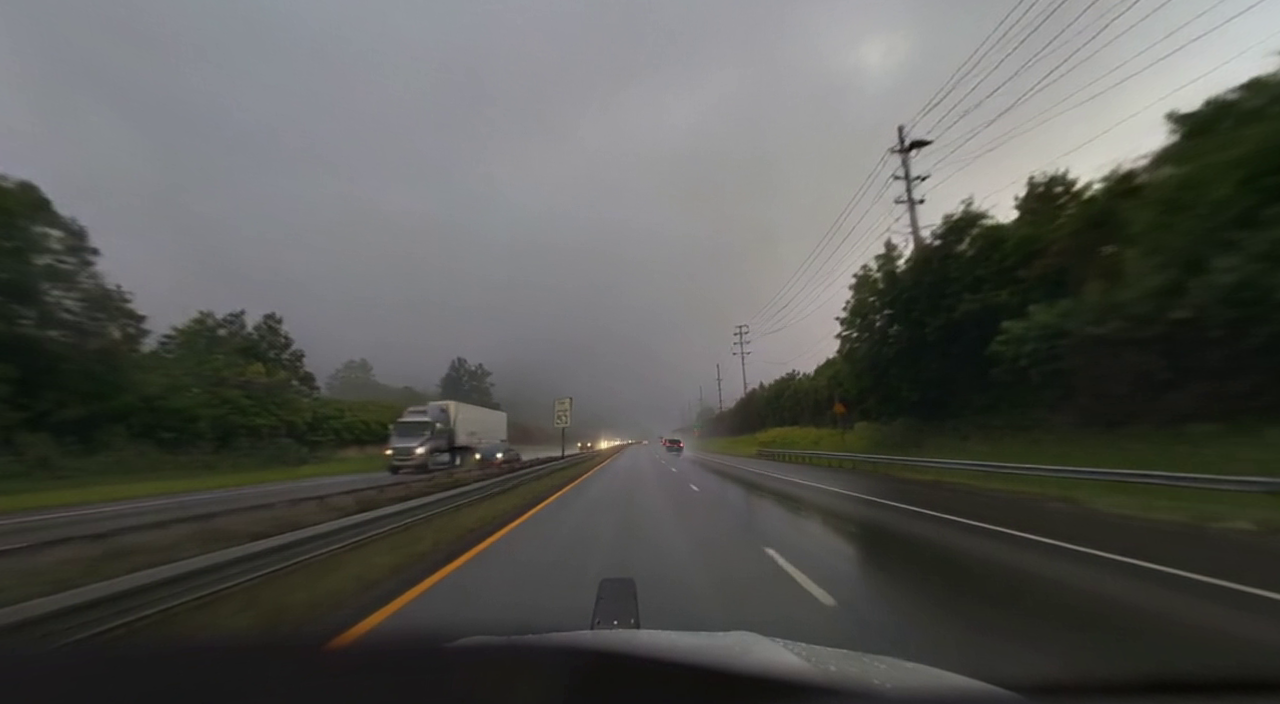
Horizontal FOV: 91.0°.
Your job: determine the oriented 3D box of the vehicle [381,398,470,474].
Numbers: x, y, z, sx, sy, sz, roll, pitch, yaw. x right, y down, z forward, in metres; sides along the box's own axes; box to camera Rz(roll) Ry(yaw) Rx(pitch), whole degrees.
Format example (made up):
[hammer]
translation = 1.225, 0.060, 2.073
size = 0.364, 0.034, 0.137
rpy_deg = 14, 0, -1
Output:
[vehicle]
translation = -12.138, 4.865, 36.315
size = 3.013, 3.970, 5.892
rpy_deg = -1, -8, 0
